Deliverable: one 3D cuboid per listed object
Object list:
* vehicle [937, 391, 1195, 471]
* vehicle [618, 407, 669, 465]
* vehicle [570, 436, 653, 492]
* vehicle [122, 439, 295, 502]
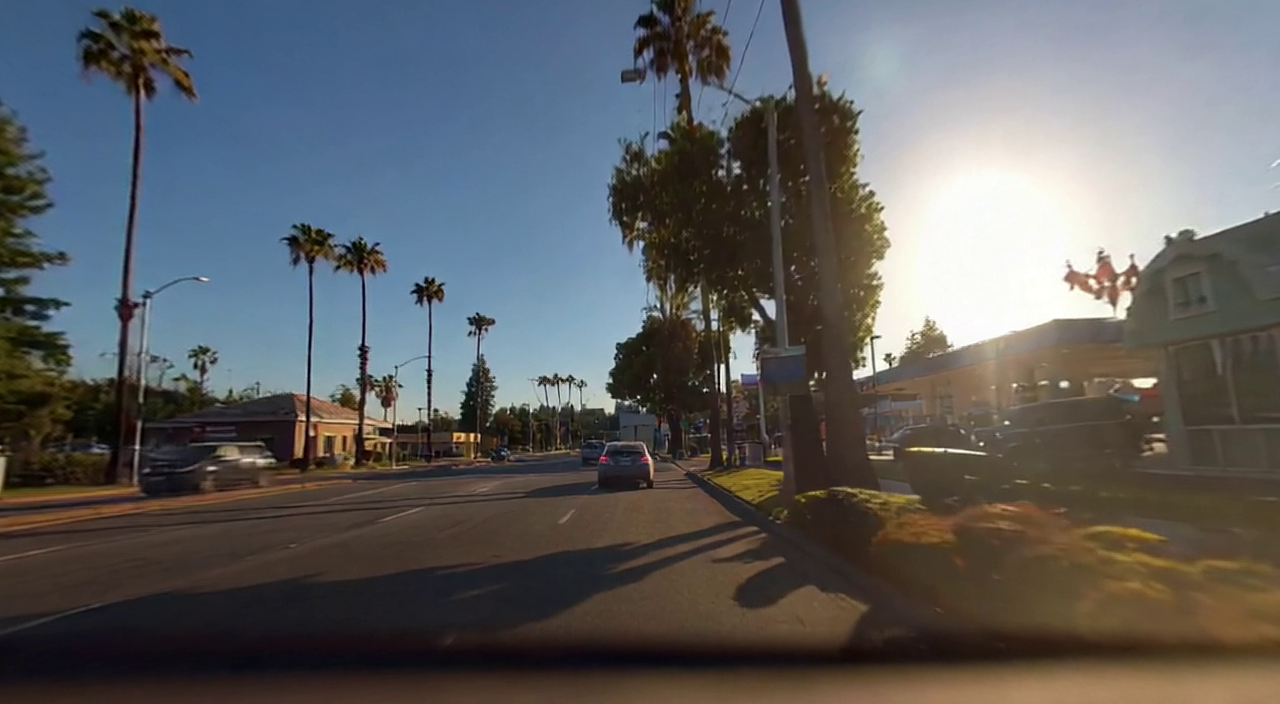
[{"bbox_3d":[12.330,2.351,18.485,5.968,2.162,2.319,1,-9,-5],"label":"vehicle"},{"bbox_3d":[0.222,5.640,41.852,3.100,3.468,8.108,0,-8,0],"label":"vehicle"},{"bbox_3d":[-0.733,3.380,19.307,2.145,1.483,4.453,-1,-9,3],"label":"vehicle"},{"bbox_3d":[-12.252,3.373,18.271,1.895,1.592,4.305,0,-9,1],"label":"vehicle"}]
